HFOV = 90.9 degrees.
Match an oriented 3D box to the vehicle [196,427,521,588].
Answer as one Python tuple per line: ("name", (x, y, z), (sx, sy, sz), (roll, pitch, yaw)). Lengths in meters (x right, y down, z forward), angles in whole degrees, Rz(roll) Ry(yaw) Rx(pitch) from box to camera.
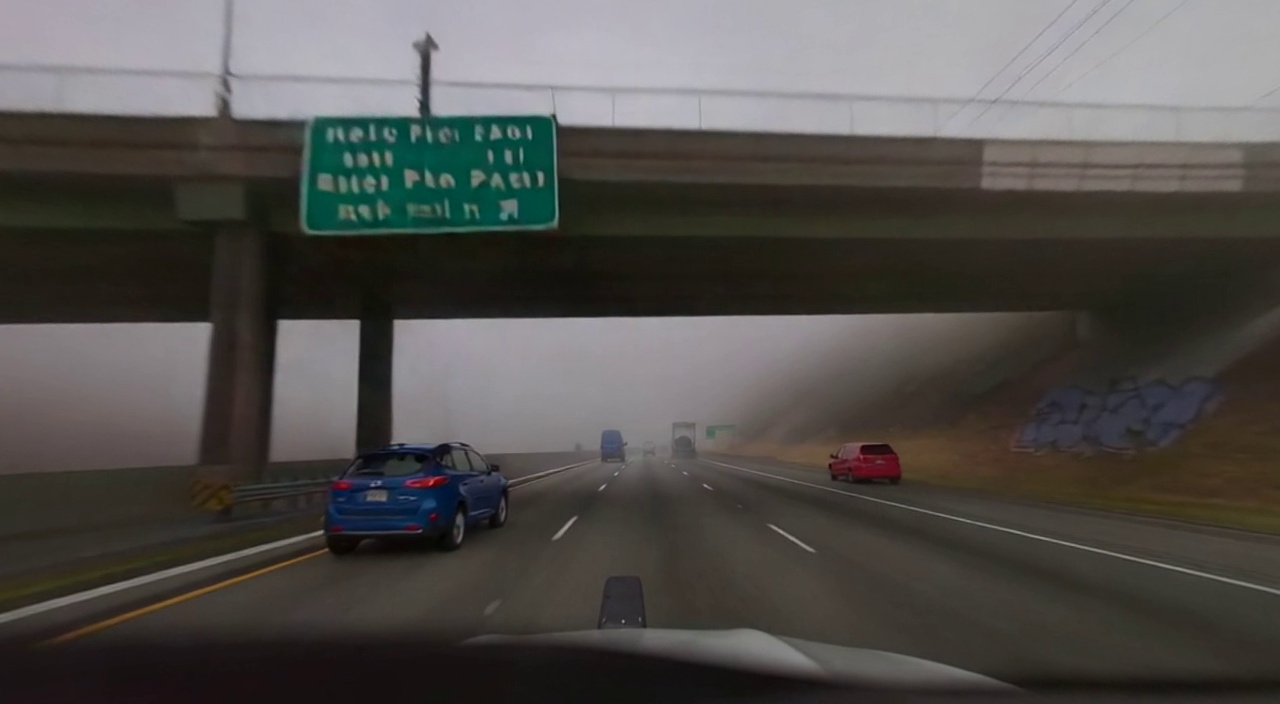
("vehicle", (-3.082, 1.819, 8.294), (2.029, 1.472, 4.721), (0, -9, 1))

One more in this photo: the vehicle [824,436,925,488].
("vehicle", (8.280, 3.928, 22.694), (1.936, 1.664, 4.198), (0, -9, -1))
